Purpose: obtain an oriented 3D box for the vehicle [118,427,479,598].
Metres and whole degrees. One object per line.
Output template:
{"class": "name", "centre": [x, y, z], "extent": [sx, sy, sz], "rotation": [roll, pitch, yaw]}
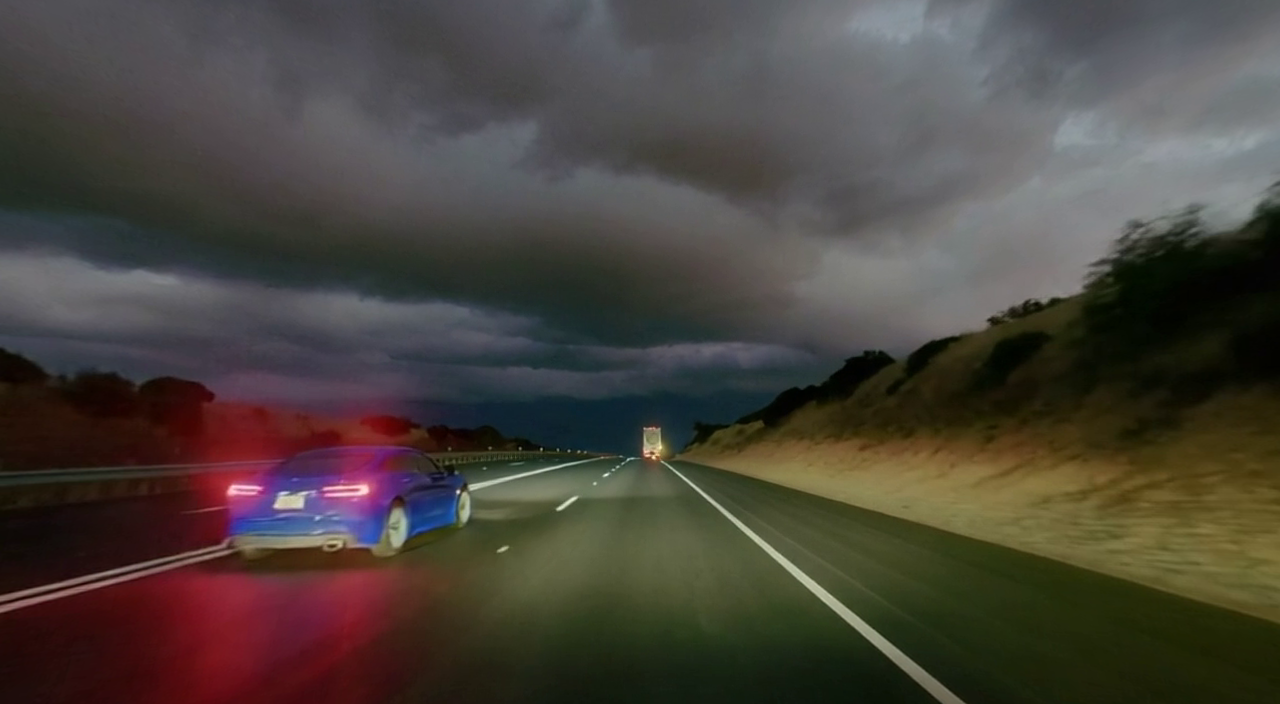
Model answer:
{"class": "vehicle", "centre": [-3.844, 1.869, 8.383], "extent": [2.038, 1.596, 4.769], "rotation": [0, -8, 1]}
